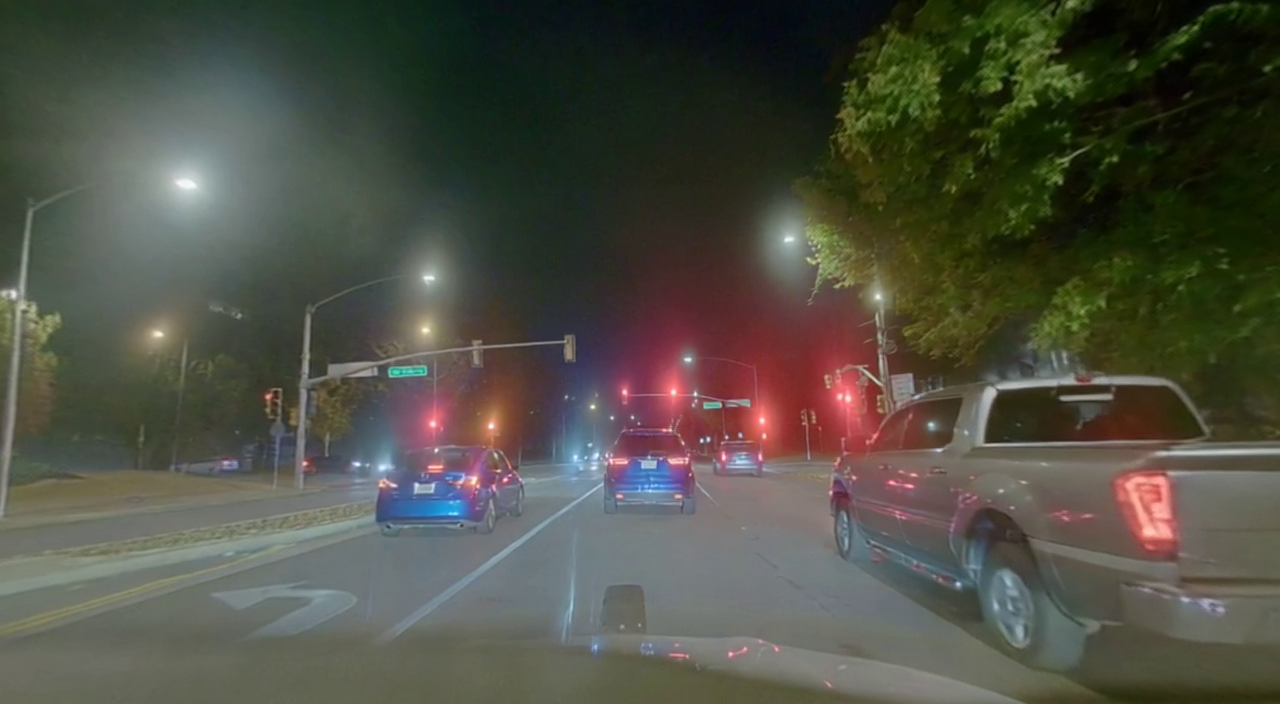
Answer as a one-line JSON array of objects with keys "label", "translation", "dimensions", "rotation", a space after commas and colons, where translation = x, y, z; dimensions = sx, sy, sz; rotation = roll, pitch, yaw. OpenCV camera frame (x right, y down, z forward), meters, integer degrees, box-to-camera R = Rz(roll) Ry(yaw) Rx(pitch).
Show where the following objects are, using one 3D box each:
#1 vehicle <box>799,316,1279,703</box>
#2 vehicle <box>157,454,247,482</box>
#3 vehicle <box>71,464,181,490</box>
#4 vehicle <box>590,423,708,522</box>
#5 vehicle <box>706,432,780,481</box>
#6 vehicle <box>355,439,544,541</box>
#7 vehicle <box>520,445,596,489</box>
[{"label": "vehicle", "translation": [3.407, 1.176, 5.569], "dimensions": [2.571, 1.857, 5.841], "rotation": [0, -8, 1]}, {"label": "vehicle", "translation": [-31.217, 8.328, 45.036], "dimensions": [4.606, 1.867, 2.226], "rotation": [0, -12, 1]}, {"label": "vehicle", "translation": [-32.677, 7.941, 40.231], "dimensions": [5.100, 1.533, 2.032], "rotation": [0, -8, -3]}, {"label": "vehicle", "translation": [0.201, 2.442, 13.301], "dimensions": [2.113, 1.768, 3.901], "rotation": [0, -8, 1]}, {"label": "vehicle", "translation": [4.319, 4.486, 27.429], "dimensions": [2.408, 1.908, 5.355], "rotation": [0, -8, 2]}, {"label": "vehicle", "translation": [-3.162, 2.376, 11.678], "dimensions": [1.909, 1.476, 4.751], "rotation": [0, -8, 1]}, {"label": "vehicle", "translation": [-2.898, 4.171, 23.369], "dimensions": [2.072, 1.450, 4.612], "rotation": [0, -8, 2]}]
